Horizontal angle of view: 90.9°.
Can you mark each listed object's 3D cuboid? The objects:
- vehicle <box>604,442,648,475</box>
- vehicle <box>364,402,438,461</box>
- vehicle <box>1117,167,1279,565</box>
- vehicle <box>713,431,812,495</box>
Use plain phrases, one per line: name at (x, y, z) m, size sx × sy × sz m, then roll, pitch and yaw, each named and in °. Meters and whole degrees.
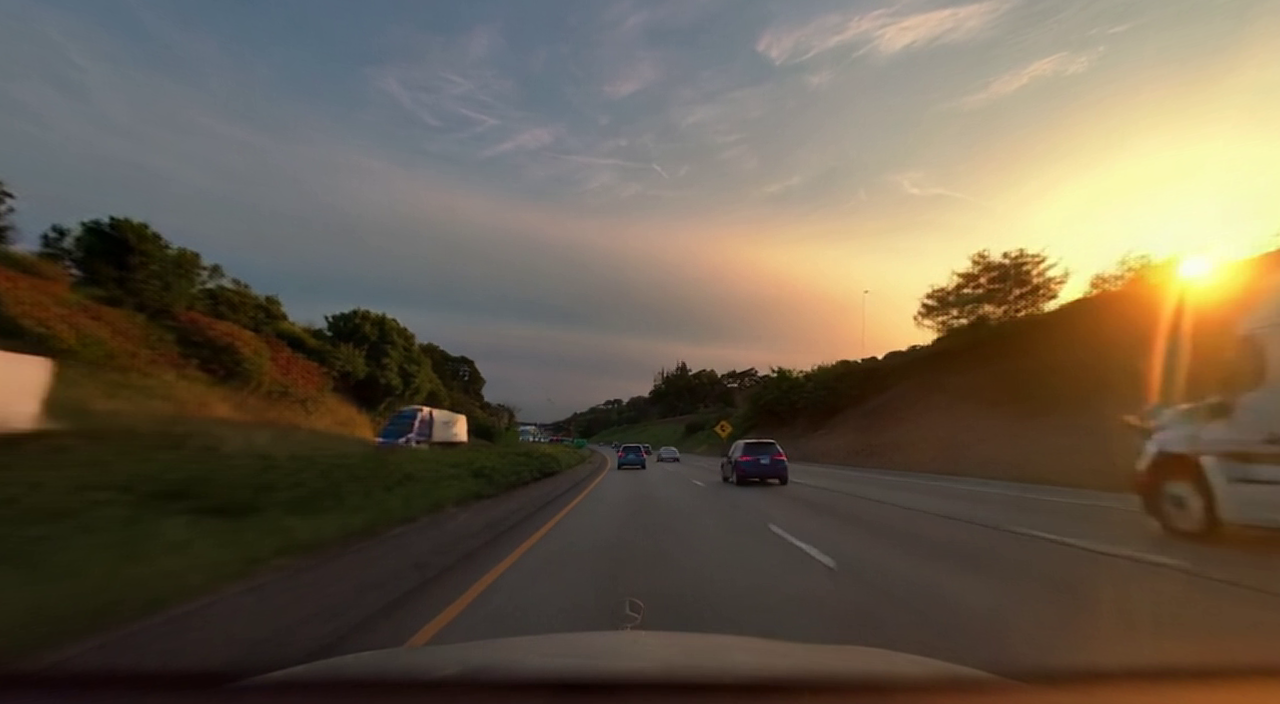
vehicle at (-0.707, 5.249, 31.255) m, size 2.050 × 1.534 × 3.771 m, roll 0°, pitch -9°, yaw -2°
vehicle at (-17.399, 5.905, 46.385) m, size 2.950 × 4.003 × 6.622 m, roll 0°, pitch -9°, yaw -2°
vehicle at (7.900, -0.014, 5.308) m, size 2.972 × 3.945 × 5.837 m, roll 0°, pitch -9°, yaw 0°
vehicle at (3.415, 3.174, 18.326) m, size 2.013 × 1.623 × 3.916 m, roll 0°, pitch -9°, yaw -1°
